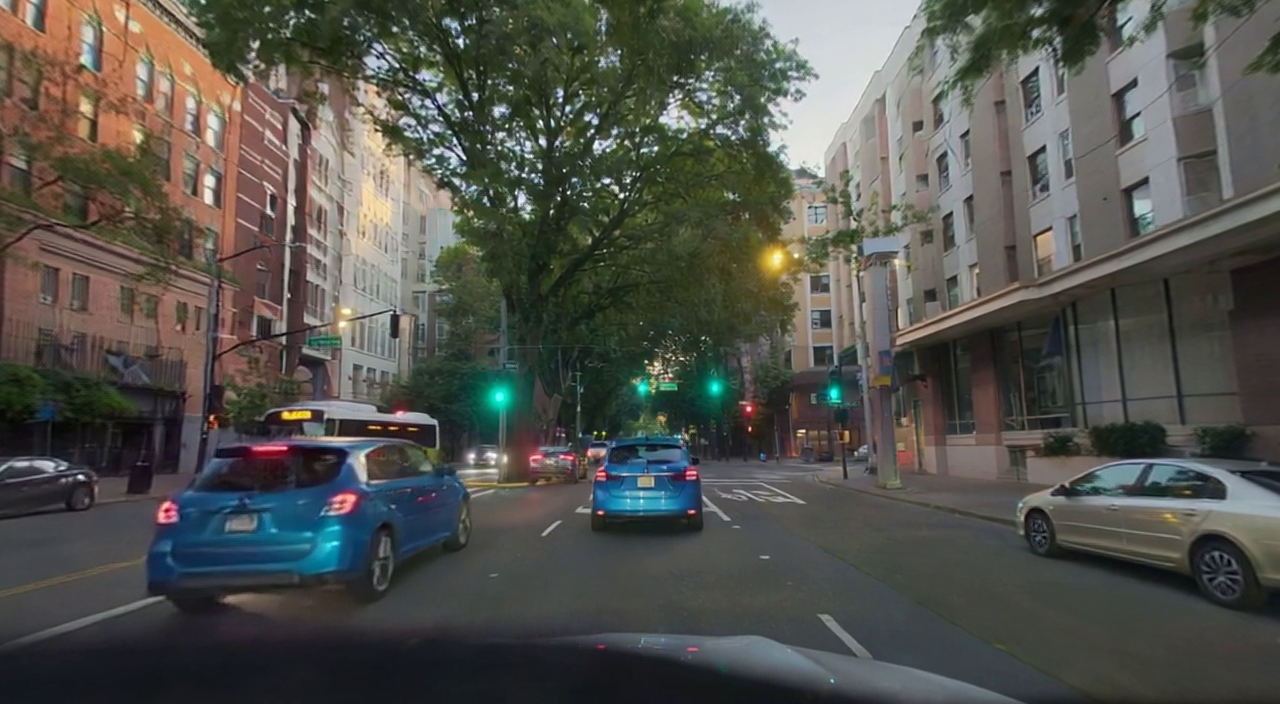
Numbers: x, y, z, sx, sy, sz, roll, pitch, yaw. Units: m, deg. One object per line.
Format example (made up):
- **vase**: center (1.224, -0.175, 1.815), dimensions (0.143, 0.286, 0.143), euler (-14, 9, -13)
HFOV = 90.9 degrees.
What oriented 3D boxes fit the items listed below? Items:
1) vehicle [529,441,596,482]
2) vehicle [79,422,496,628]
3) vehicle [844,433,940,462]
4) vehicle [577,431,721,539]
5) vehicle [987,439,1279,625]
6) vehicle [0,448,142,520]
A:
- **vehicle**: center (-3.007, 4.359, 25.455), dimensions (2.131, 1.486, 4.089), euler (0, -9, 1)
- **vehicle**: center (-3.109, 1.615, 6.953), dimensions (1.970, 1.492, 4.534), euler (0, -9, 0)
- **vehicle**: center (16.466, 6.284, 41.427), dimensions (5.345, 1.811, 2.175), euler (0, -9, -1)
- **vehicle**: center (0.095, 2.138, 10.670), dimensions (2.022, 1.481, 3.564), euler (0, -9, -1)
- **vehicle**: center (5.997, 1.697, 6.820), dimensions (1.873, 1.453, 4.579), euler (0, -9, 0)
- **vehicle**: center (-16.225, 3.459, 16.953), dimensions (1.914, 1.690, 4.461), euler (0, -9, 1)
